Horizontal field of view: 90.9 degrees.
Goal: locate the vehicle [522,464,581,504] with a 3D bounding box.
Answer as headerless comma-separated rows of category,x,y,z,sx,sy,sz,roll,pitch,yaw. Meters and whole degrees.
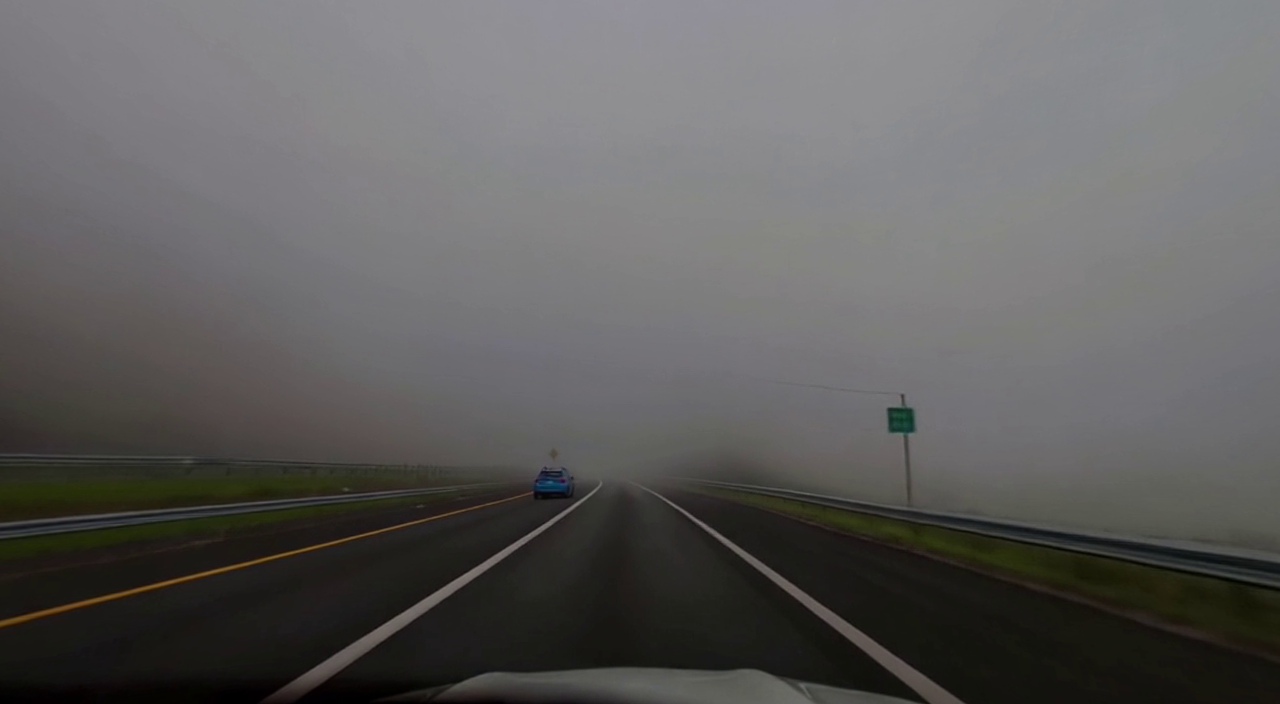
vehicle,-3.756,5.705,27.463,1.967,1.556,4.364,1,-11,-1
